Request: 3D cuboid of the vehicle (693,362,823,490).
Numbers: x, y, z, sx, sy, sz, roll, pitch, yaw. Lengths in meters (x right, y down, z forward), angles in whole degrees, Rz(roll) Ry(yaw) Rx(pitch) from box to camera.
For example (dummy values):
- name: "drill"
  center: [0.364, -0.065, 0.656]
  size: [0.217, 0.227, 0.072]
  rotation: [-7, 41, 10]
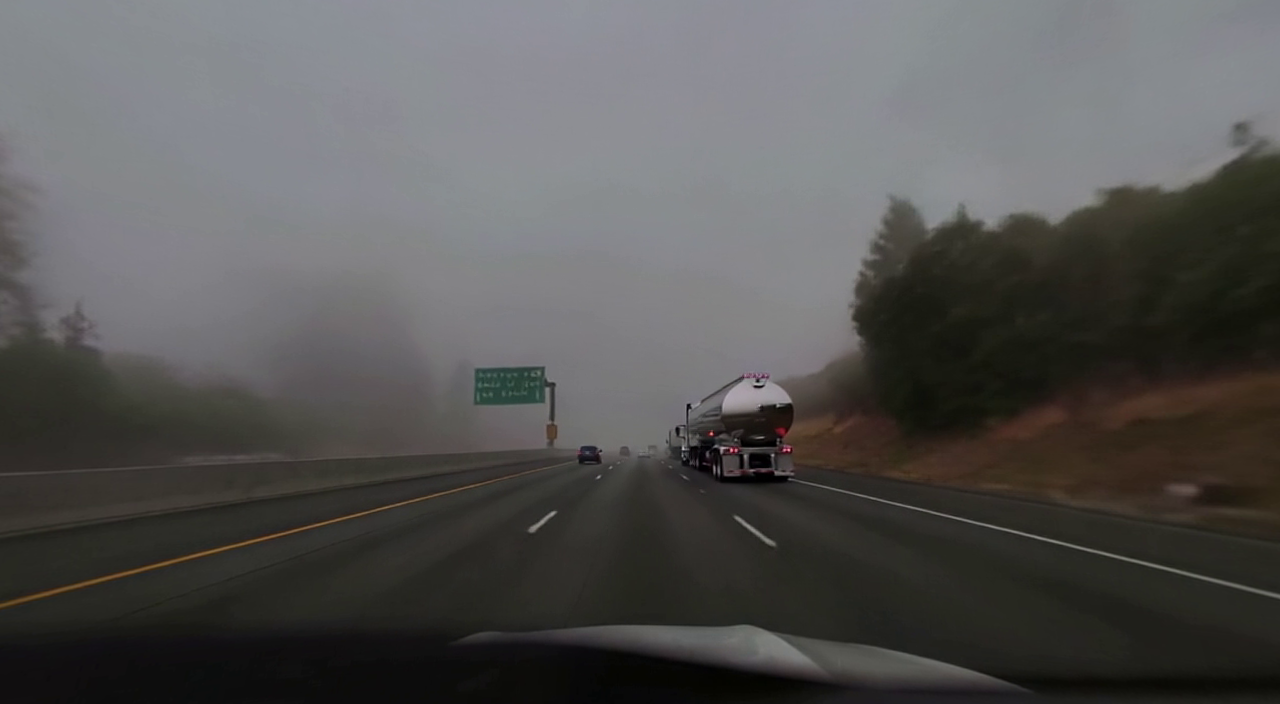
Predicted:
- name: "vehicle"
  center: [3.871, 2.890, 23.448]
  size: [2.759, 3.734, 9.708]
  rotation: [0, -9, -1]

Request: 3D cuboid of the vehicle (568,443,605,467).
- name: "vehicle"
  center: [-3.396, 6.633, 40.667]
  size: [1.986, 1.458, 4.506]
  rotation: [0, -9, 0]

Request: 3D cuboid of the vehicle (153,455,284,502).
- name: "vehicle"
  center: [-14.688, 4.400, 22.298]
  size: [1.806, 1.456, 4.009]
  rotation: [0, -9, 0]
